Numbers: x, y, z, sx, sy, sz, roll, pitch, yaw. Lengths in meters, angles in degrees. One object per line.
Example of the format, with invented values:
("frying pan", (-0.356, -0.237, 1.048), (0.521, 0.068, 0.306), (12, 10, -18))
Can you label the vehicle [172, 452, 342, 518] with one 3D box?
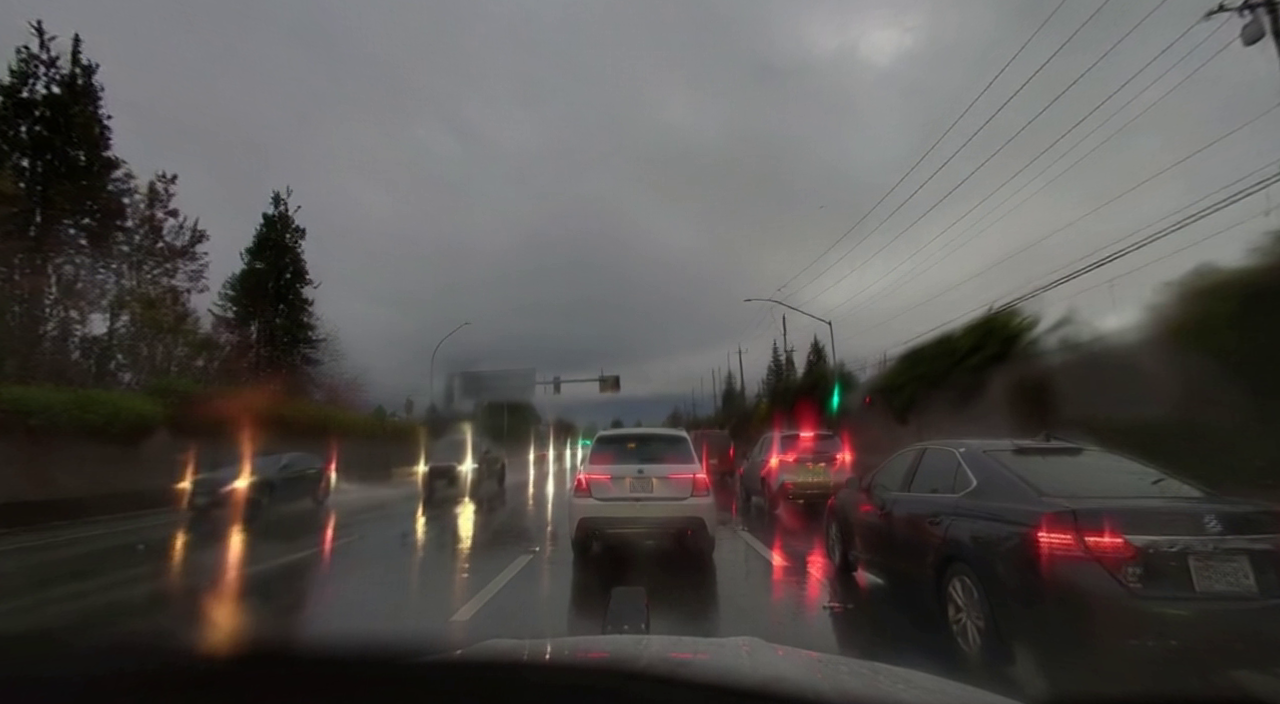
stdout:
("vehicle", (-9.993, 3.459, 16.908), (1.921, 1.471, 4.137), (0, -8, 1))

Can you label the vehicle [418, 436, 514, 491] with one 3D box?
("vehicle", (-6.084, 3.951, 22.644), (2.068, 1.739, 4.572), (0, -8, 1))

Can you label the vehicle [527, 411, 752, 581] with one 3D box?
("vehicle", (0.007, 1.722, 8.323), (2.200, 1.653, 4.127), (0, -8, 0))

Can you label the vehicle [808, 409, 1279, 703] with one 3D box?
("vehicle", (2.885, 1.316, 4.980), (1.950, 1.487, 4.275), (0, -8, 0))
